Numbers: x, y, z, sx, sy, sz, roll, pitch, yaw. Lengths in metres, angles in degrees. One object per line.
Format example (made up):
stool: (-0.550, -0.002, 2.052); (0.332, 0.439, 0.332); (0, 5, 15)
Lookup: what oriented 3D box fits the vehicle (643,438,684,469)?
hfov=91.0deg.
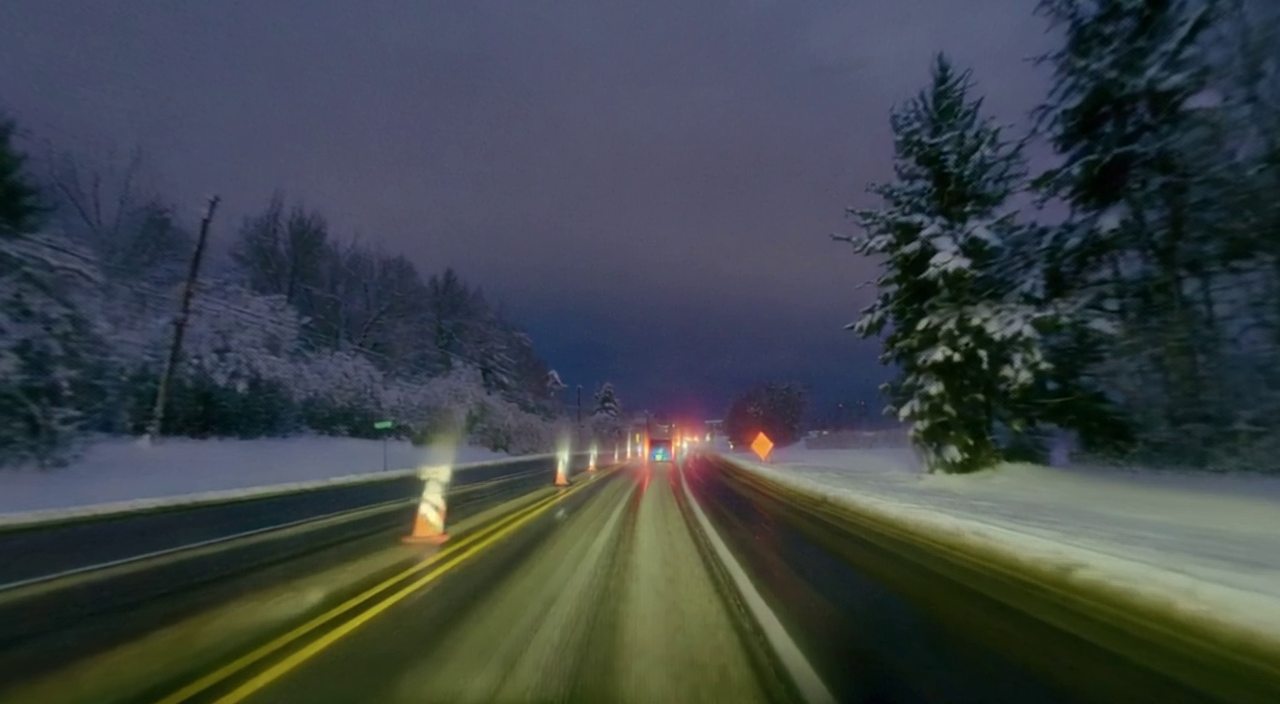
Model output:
vehicle: (1.245, 5.254, 32.720); (2.042, 1.489, 3.963); (0, -9, 3)
